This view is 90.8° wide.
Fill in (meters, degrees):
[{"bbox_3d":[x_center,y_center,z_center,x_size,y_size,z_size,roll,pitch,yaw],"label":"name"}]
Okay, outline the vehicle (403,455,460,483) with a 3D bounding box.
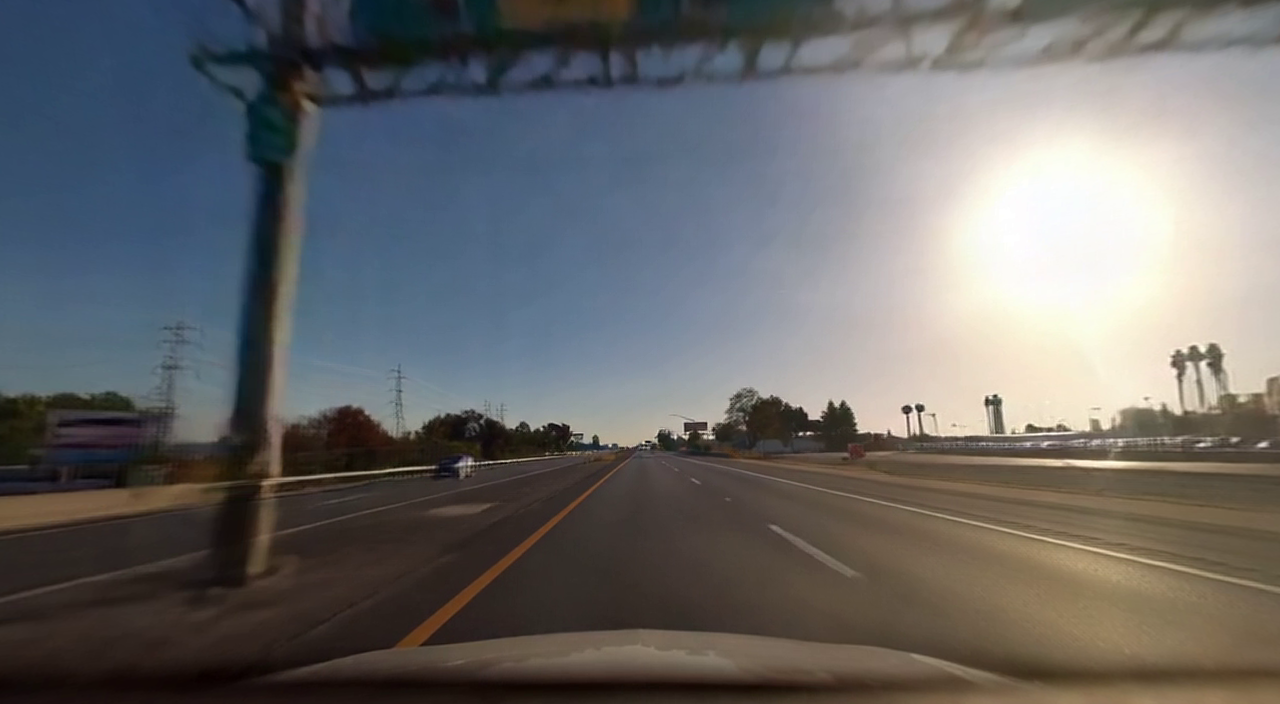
[{"bbox_3d":[-11.699,6.576,35.645,1.871,1.469,3.687,0,-9,1],"label":"vehicle"}]
